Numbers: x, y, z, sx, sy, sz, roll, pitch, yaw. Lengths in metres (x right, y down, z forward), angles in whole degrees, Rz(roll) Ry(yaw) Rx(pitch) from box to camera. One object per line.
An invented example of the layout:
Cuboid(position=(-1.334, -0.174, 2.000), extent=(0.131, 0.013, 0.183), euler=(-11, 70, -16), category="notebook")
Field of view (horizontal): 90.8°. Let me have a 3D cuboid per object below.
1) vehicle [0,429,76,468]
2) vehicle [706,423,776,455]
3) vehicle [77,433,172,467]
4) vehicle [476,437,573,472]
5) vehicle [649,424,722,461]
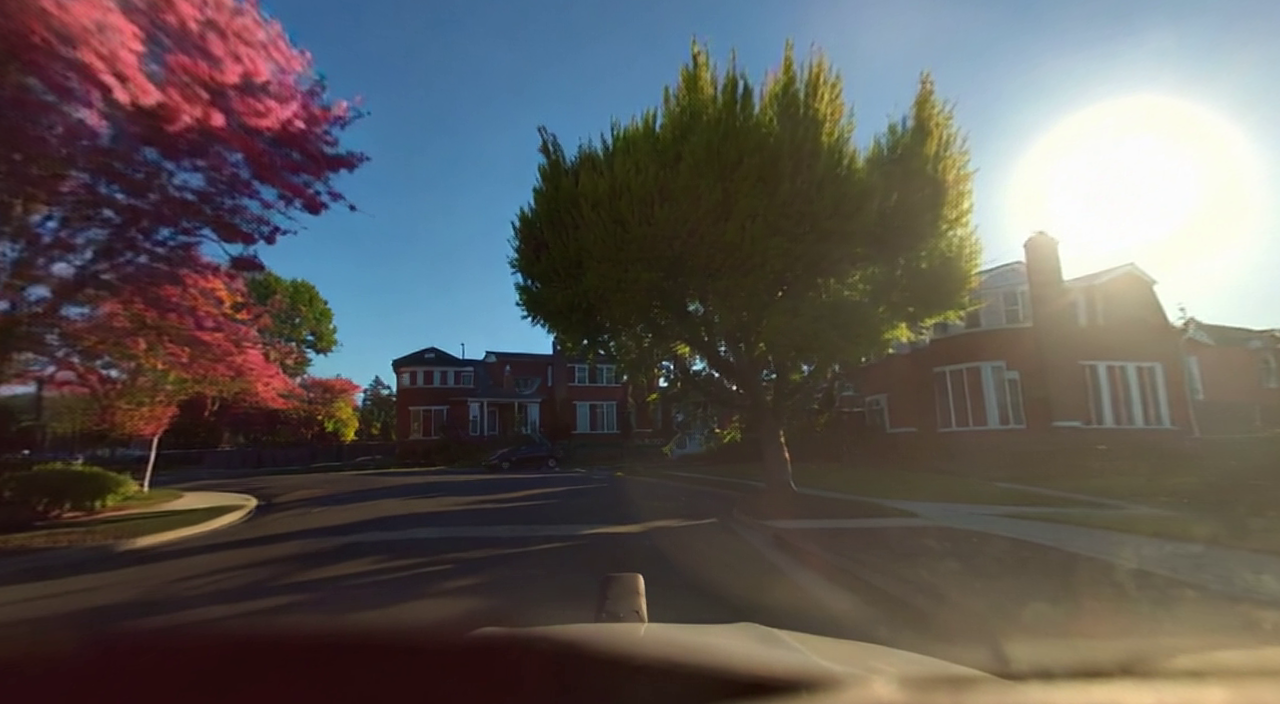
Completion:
Cuboid(position=(-29.089, 4.439, 29.041), extent=(4.435, 1.707, 2.046), euler=(-1, -9, 5), category="vehicle")
Cuboid(position=(6.173, 5.307, 38.203), extent=(2.152, 1.773, 4.495), euler=(-7, -11, 39), category="vehicle")
Cuboid(position=(-28.365, 5.380, 34.772), extent=(4.237, 1.728, 2.203), euler=(-4, -10, 24), category="vehicle")
Cuboid(position=(-6.290, 5.650, 34.832), extent=(4.815, 1.827, 2.147), euler=(-1, -9, 7), category="vehicle")
Cuboid(position=(2.835, 5.445, 38.441), extent=(2.310, 1.701, 4.280), euler=(-4, -2, 39), category="vehicle")
